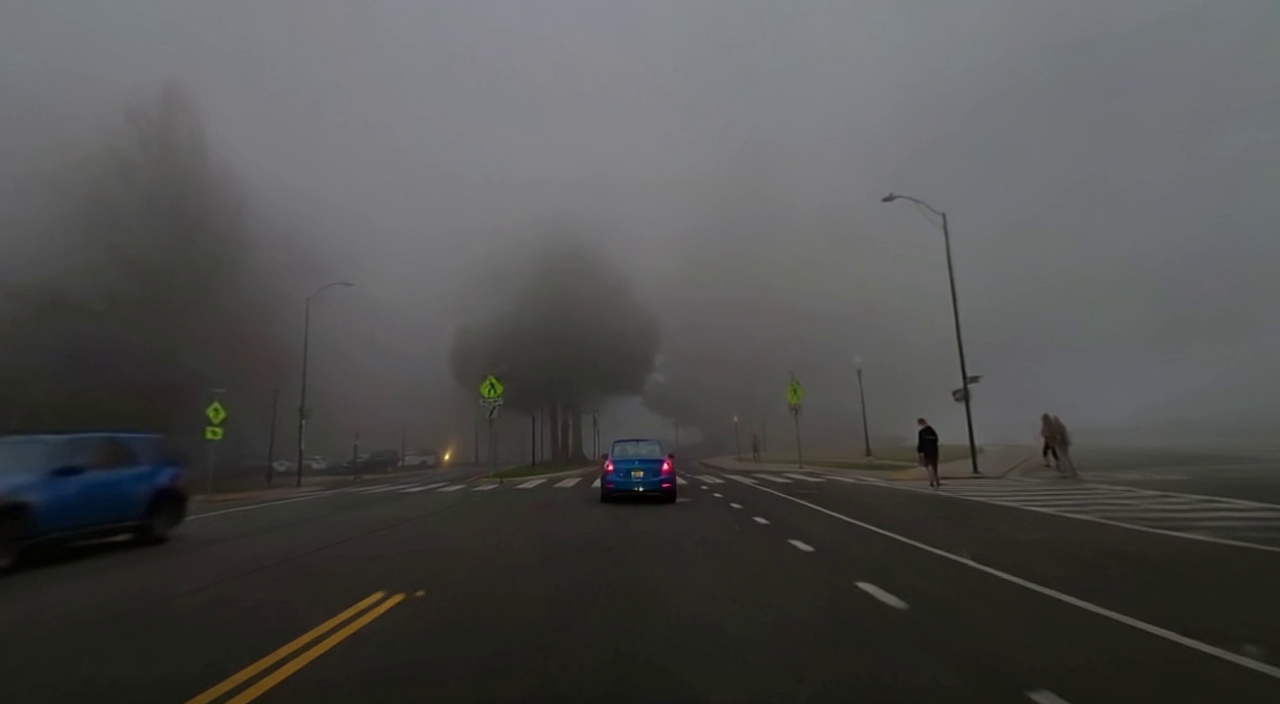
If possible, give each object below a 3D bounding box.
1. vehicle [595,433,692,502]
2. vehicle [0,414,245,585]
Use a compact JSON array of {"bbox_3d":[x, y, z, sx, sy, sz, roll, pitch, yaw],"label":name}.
[{"bbox_3d":[0.009,2.970,16.740,2.221,1.570,4.398,0,-8,-2],"label":"vehicle"},{"bbox_3d":[-8.434,1.973,9.166,2.179,1.933,5.034,-1,-8,-1],"label":"vehicle"}]
